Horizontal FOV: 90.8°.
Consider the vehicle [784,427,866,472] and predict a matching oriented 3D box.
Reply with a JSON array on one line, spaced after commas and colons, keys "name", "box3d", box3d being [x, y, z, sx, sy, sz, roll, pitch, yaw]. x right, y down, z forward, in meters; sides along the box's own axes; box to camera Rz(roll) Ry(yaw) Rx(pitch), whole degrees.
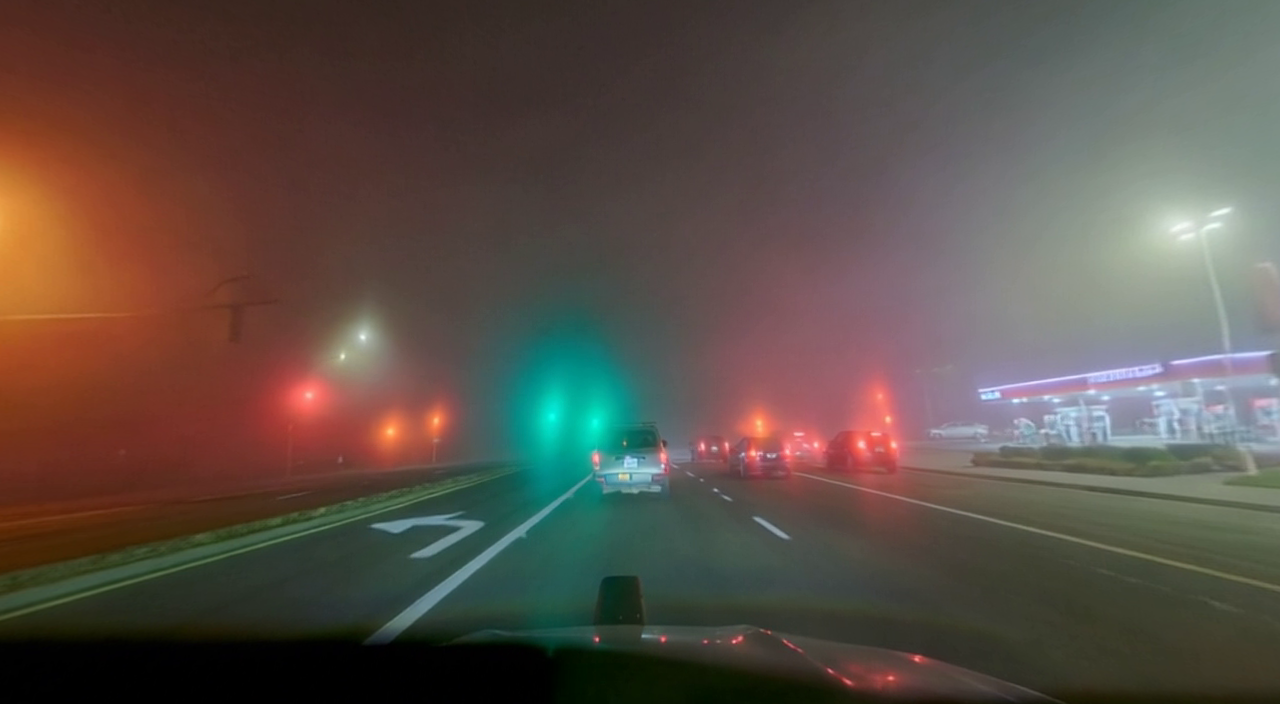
[{"name": "vehicle", "box3d": [6.991, 3.731, 24.318, 1.793, 1.585, 4.130, 0, -8, -2]}]

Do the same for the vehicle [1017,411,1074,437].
[{"name": "vehicle", "box3d": [30.627, 5.497, 47.856, 1.769, 1.782, 4.068, 0, -9, 3]}]

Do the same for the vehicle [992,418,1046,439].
[{"name": "vehicle", "box3d": [27.850, 5.678, 46.529, 1.709, 1.423, 3.660, 0, -8, 0]}]

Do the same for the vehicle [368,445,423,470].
[{"name": "vehicle", "box3d": [-16.813, 7.245, 43.687, 1.942, 1.479, 4.765, -4, -8, -1]}]

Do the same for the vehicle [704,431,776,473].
[{"name": "vehicle", "box3d": [3.716, 3.827, 24.365, 1.940, 1.474, 4.234, 0, -8, -2]}]

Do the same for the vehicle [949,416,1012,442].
[{"name": "vehicle", "box3d": [25.379, 5.828, 47.226, 2.107, 1.806, 4.410, 0, -8, -2]}]

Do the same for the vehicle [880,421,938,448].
[{"name": "vehicle", "box3d": [19.949, 6.128, 47.064, 1.929, 1.763, 5.190, -3, -8, 0]}]

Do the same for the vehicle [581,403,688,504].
[{"name": "vehicle", "box3d": [-0.123, 2.305, 14.637, 2.038, 1.917, 4.900, 0, -8, 0]}]
